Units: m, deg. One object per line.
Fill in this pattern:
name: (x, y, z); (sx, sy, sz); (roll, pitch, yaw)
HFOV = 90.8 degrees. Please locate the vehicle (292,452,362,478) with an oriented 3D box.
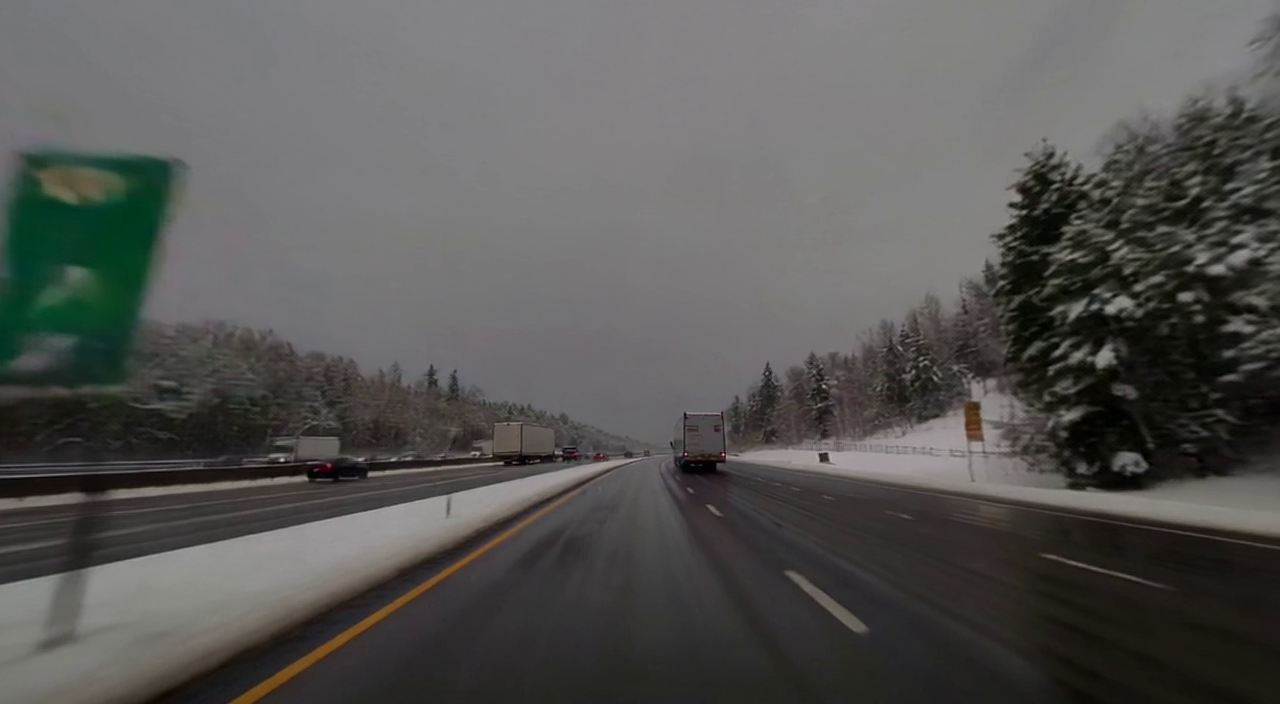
vehicle: (-18.649, 6.750, 37.770); (1.833, 1.438, 4.011); (-1, -9, 5)

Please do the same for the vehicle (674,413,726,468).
vehicle: (4.371, 7.015, 49.335); (2.928, 3.595, 13.975); (0, -9, 1)
